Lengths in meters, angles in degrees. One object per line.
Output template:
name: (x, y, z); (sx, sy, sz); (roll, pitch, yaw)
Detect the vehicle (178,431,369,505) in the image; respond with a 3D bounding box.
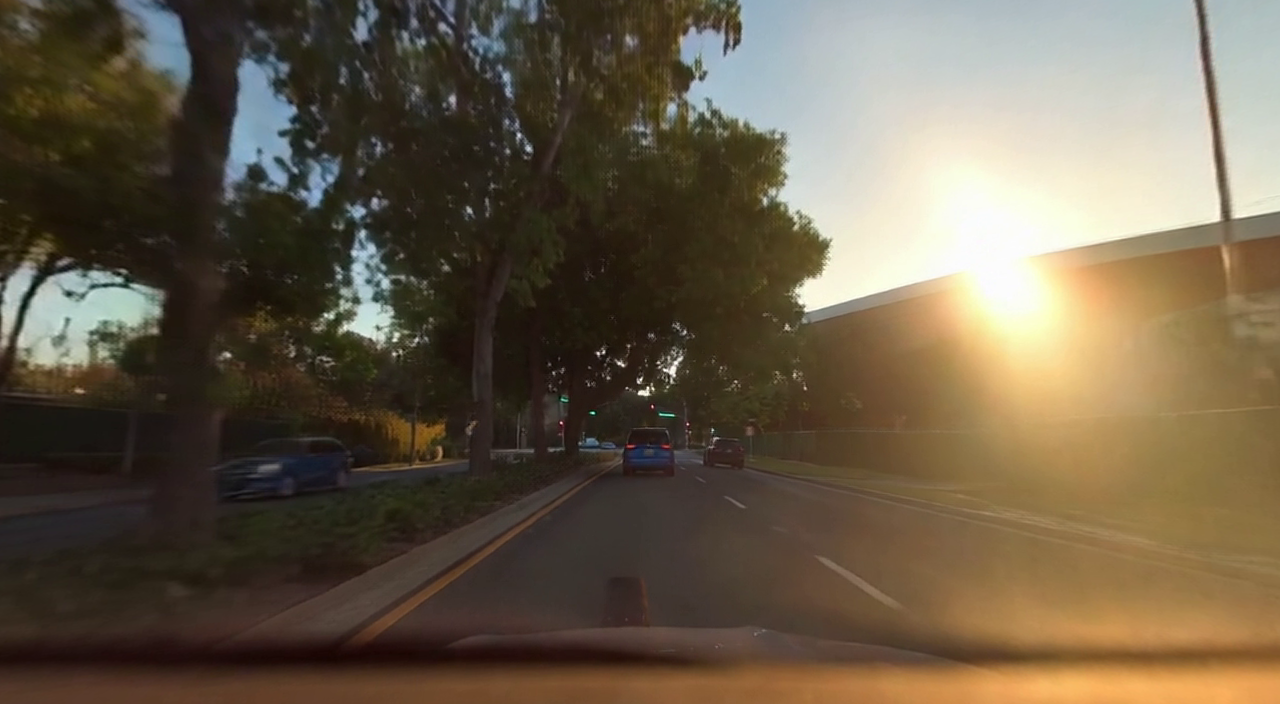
vehicle: (-8.643, 2.767, 15.497); (2.028, 1.502, 4.646); (0, -9, -2)

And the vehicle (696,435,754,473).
vehicle: (4.066, 4.960, 30.864); (2.138, 1.699, 4.852); (0, -9, 0)

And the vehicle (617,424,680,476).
vehicle: (0.378, 4.030, 26.015); (2.386, 1.947, 4.168); (-1, -9, 1)
